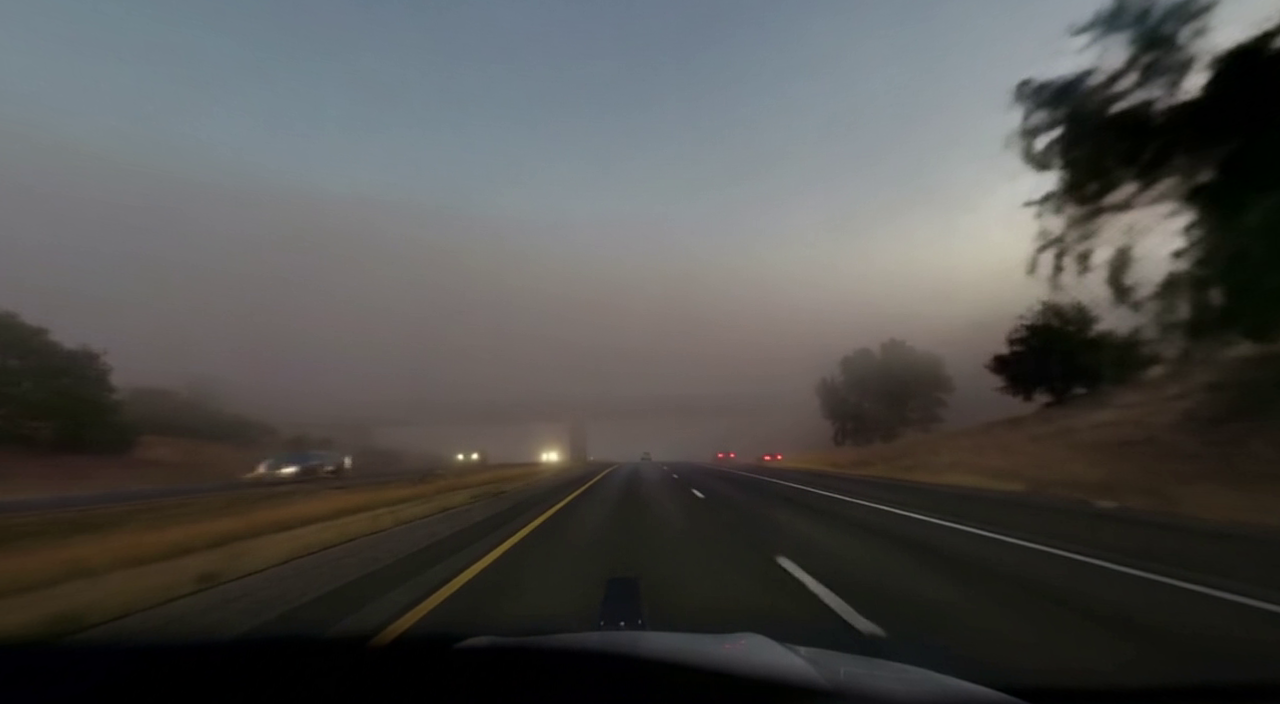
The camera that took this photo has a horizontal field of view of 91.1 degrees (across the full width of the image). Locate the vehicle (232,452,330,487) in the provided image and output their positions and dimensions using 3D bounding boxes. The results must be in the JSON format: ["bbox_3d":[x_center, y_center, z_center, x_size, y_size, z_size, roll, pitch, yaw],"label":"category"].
[{"bbox_3d":[-17.263,5.642,30.508,1.911,1.474,4.742,0,-9,0],"label":"vehicle"}]
